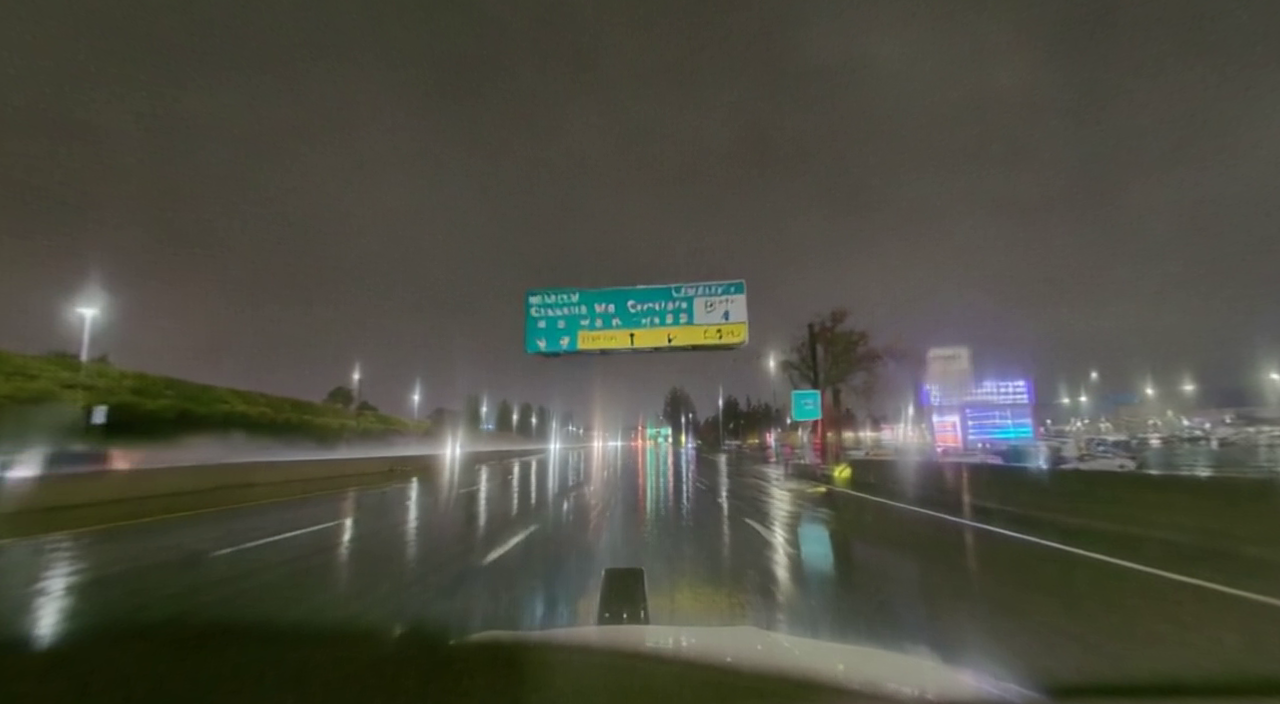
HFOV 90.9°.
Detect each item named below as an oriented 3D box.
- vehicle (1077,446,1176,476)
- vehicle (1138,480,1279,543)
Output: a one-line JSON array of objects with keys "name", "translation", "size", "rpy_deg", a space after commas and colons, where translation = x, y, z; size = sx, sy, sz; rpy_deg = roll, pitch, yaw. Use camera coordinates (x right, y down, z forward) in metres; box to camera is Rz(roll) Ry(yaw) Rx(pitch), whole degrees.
[{"name": "vehicle", "translation": [36.082, 8.044, 47.026], "size": [2.269, 1.904, 5.815], "rpy_deg": [-2, -8, -6]}, {"name": "vehicle", "translation": [16.193, 4.275, 17.120], "size": [3.909, 1.410, 1.657], "rpy_deg": [-1, -8, -1]}]
